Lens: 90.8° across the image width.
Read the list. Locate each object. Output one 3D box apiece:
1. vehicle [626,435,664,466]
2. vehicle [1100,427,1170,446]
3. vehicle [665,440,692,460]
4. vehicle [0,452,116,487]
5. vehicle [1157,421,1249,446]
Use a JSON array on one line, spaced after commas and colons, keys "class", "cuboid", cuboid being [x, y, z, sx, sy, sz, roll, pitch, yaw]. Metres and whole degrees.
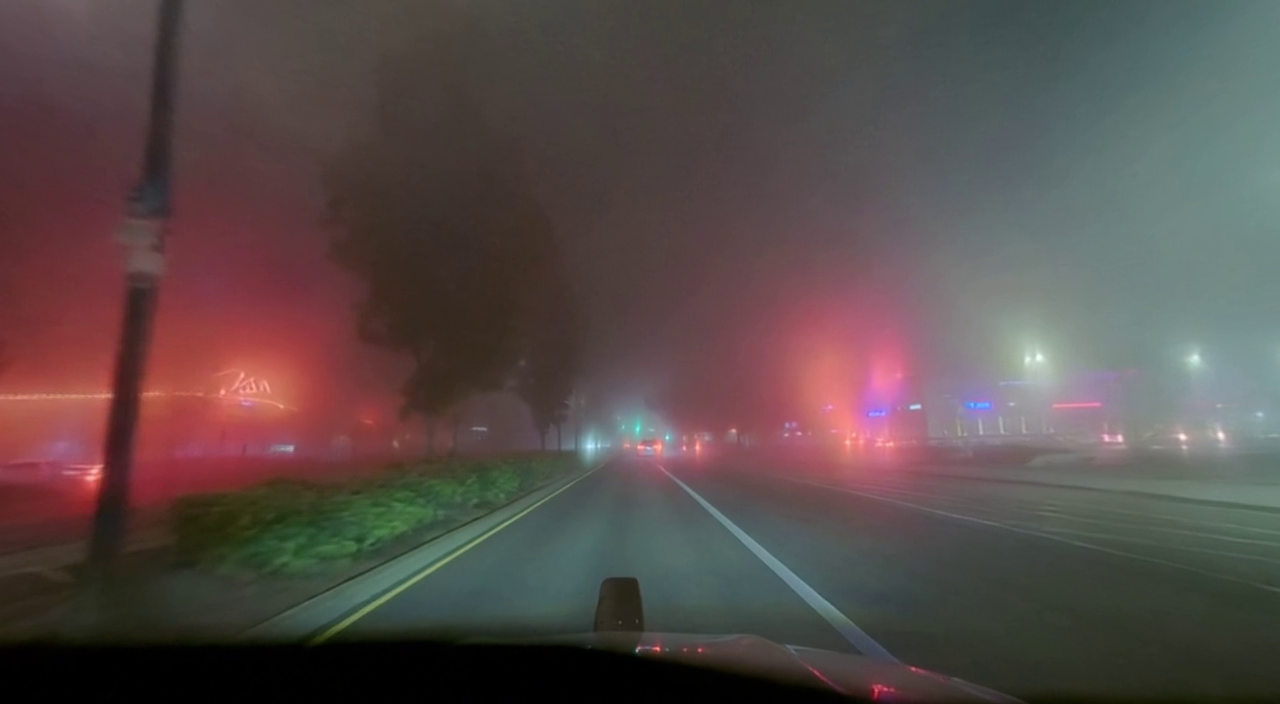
[{"class": "vehicle", "cuboid": [0.266, 5.677, 36.549, 2.100, 1.683, 4.231, 0, -8, 0]}, {"class": "vehicle", "cuboid": [39.038, 6.644, 49.979, 1.853, 1.422, 4.585, 0, -7, 0]}, {"class": "vehicle", "cuboid": [2.846, 7.366, 47.486, 1.685, 1.441, 3.795, 0, -8, -1]}, {"class": "vehicle", "cuboid": [-30.271, 6.052, 32.627, 4.621, 1.670, 1.895, 0, -8, -1]}, {"class": "vehicle", "cuboid": [38.714, 5.662, 43.629, 1.915, 1.653, 4.732, 0, -8, -1]}]
